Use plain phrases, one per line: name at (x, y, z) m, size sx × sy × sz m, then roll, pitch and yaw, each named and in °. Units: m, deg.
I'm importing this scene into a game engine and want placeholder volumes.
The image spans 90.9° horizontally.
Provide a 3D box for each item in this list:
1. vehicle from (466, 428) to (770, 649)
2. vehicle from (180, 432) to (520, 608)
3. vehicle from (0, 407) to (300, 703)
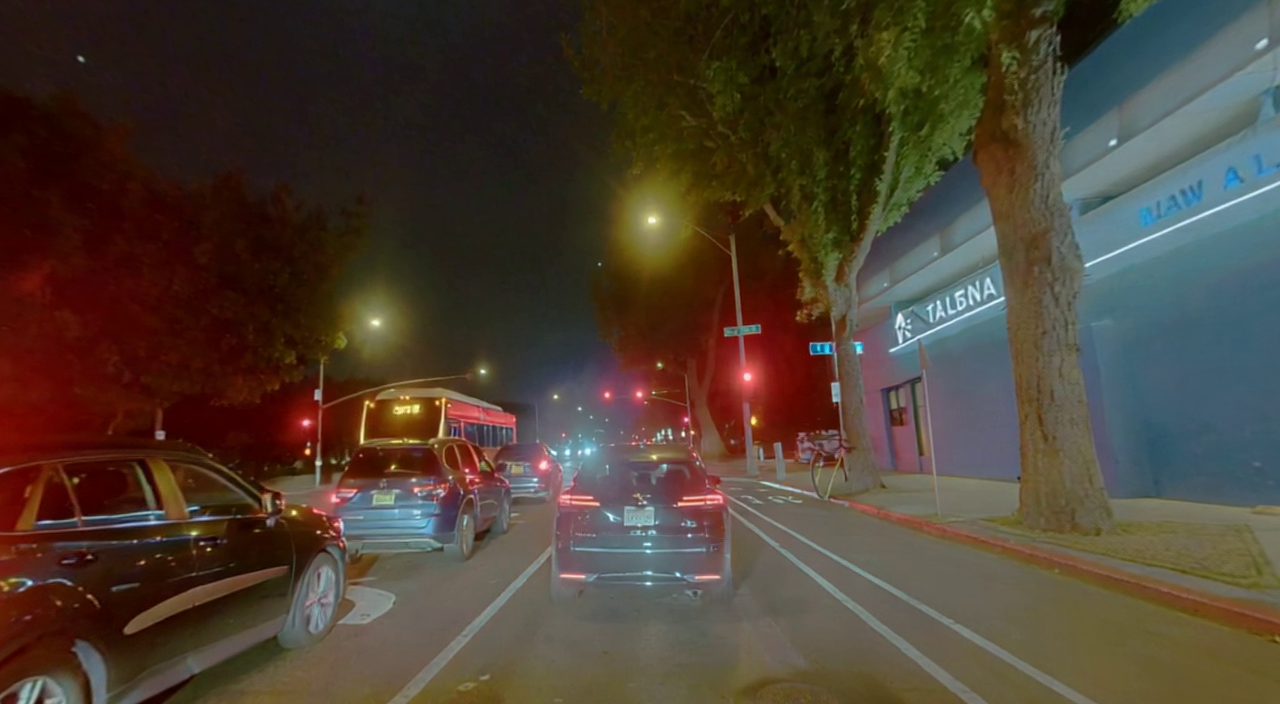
vehicle at (-0.135, 1.530, 6.169) m, size 2.031 × 1.461 × 3.763 m, roll 0°, pitch -8°, yaw 0°
vehicle at (-2.908, 1.756, 7.635) m, size 1.944 × 1.481 × 4.385 m, roll 0°, pitch -8°, yaw 1°
vehicle at (-3.171, 0.876, 1.730) m, size 1.867 × 1.486 × 4.452 m, roll 0°, pitch -8°, yaw 2°
